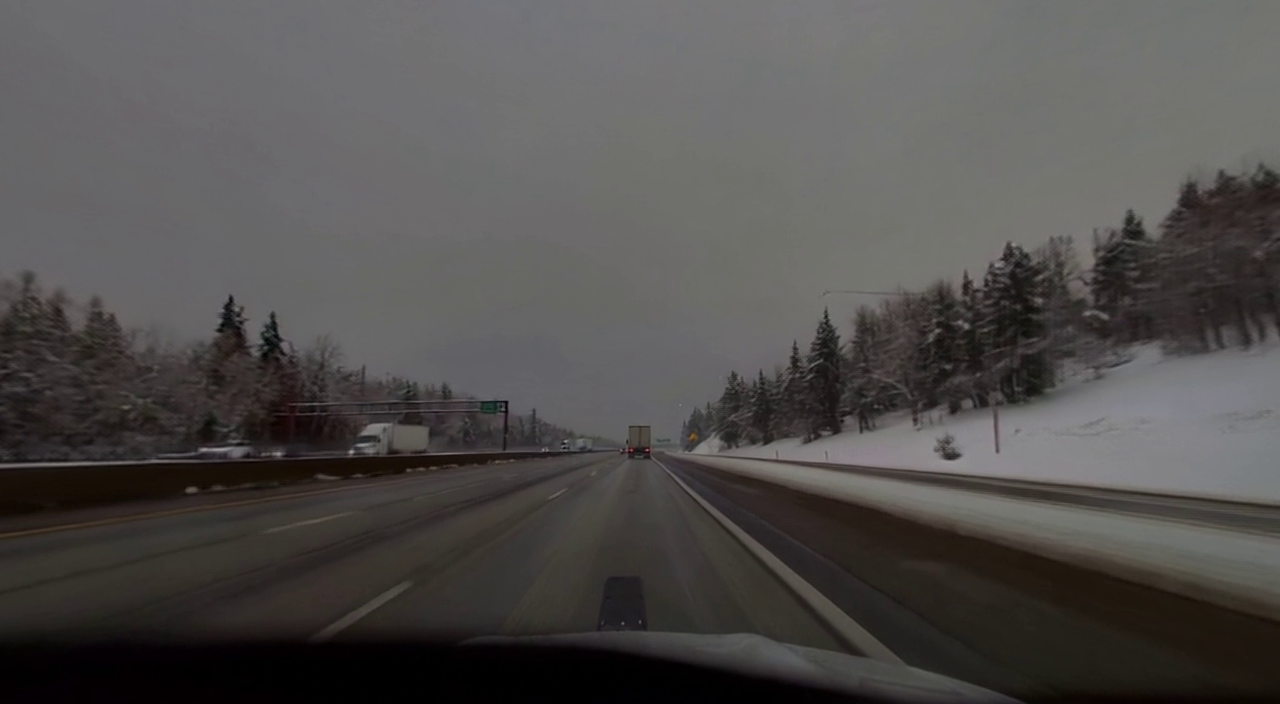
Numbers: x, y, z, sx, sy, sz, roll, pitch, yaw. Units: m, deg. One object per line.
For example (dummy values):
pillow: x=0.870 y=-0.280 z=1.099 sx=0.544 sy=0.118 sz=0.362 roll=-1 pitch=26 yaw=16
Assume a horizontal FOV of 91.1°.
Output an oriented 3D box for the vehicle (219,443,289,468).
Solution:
vehicle: x=-28.000 y=7.537 z=45.753 sx=2.026 sy=1.717 sz=4.760 roll=0 pitch=-9 yaw=0
